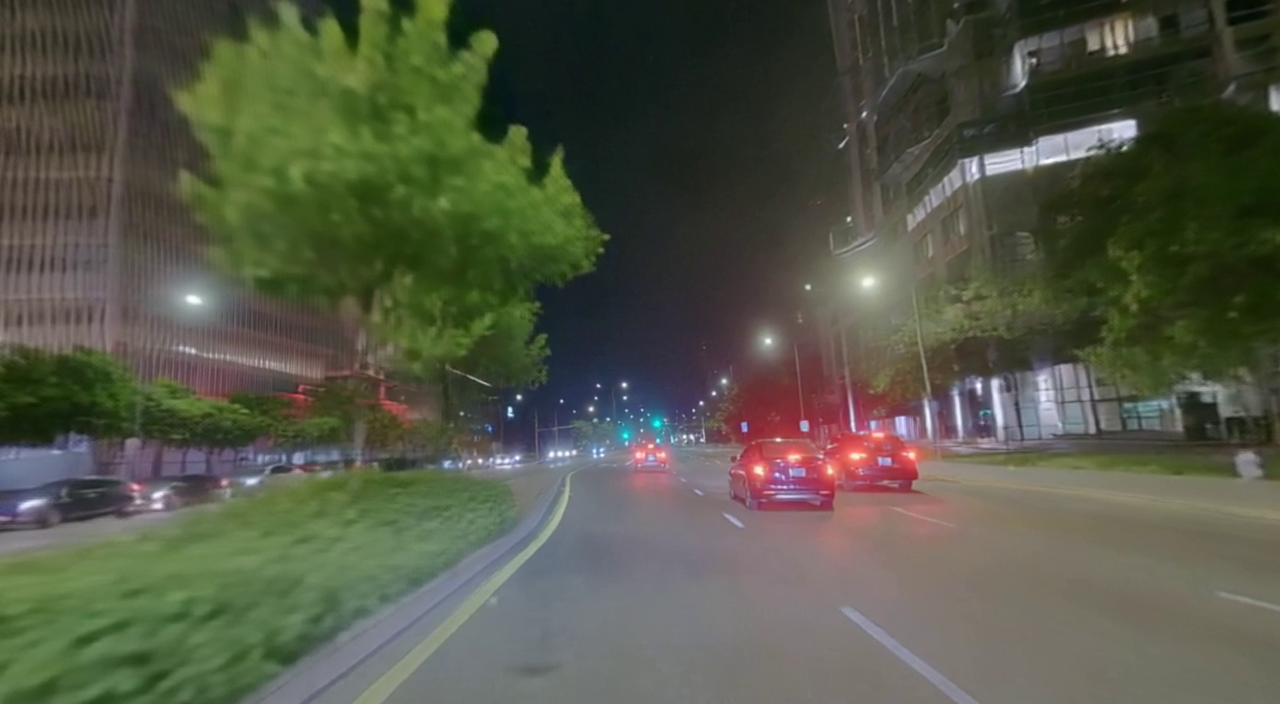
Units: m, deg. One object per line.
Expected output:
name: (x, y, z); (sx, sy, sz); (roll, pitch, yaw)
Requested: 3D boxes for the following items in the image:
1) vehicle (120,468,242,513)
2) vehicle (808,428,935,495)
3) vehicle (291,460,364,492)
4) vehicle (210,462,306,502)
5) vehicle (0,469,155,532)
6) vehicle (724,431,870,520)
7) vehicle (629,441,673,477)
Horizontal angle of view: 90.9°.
vehicle: (-18.627, 5.598, 25.839); (1.786, 1.523, 4.309); (0, -8, -1)
vehicle: (6.858, 3.283, 19.305); (1.963, 1.783, 4.722); (0, -8, -1)
vehicle: (-18.545, 7.344, 37.662); (1.956, 1.647, 4.643); (0, -8, 1)
vehicle: (-18.762, 6.358, 31.234); (2.049, 1.678, 4.376); (0, -8, -1)
vehicle: (-18.617, 4.731, 20.570); (1.853, 1.614, 4.514); (-1, -8, 2)
vehicle: (3.170, 2.588, 13.855); (1.931, 1.591, 4.708); (0, -8, -1)
vehicle: (0.488, 5.382, 31.994); (2.125, 1.669, 3.880); (0, -8, -1)
